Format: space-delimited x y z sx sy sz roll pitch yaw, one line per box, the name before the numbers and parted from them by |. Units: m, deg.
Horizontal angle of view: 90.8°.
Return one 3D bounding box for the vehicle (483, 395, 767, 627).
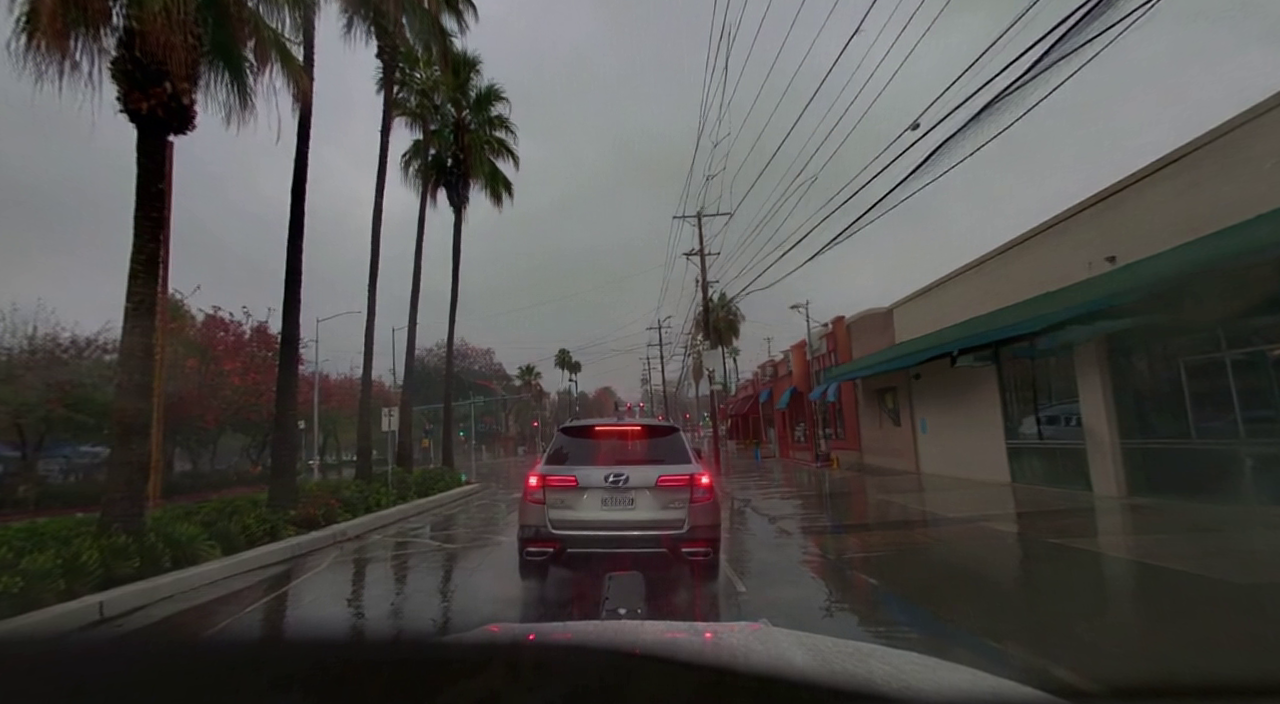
vehicle | -0.190 1.454 6.665 2.105 1.702 3.750 0 -8 -3
